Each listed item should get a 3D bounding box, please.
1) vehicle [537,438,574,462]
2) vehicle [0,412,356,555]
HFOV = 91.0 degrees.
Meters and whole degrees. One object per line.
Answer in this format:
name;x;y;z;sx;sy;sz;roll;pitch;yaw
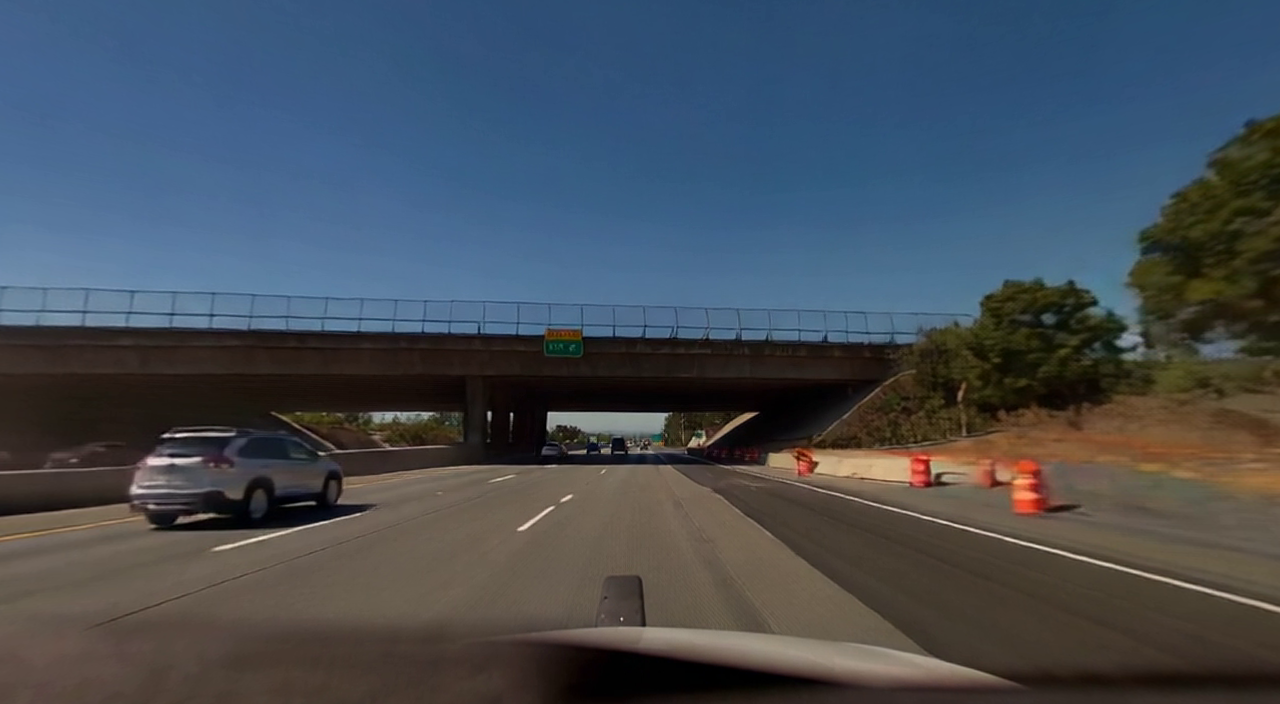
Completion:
vehicle;-6.485;7.544;48.591;2.103;1.775;4.966;0;-8;1
vehicle;-6.911;1.968;10.222;2.169;1.701;5.113;0;-8;1
